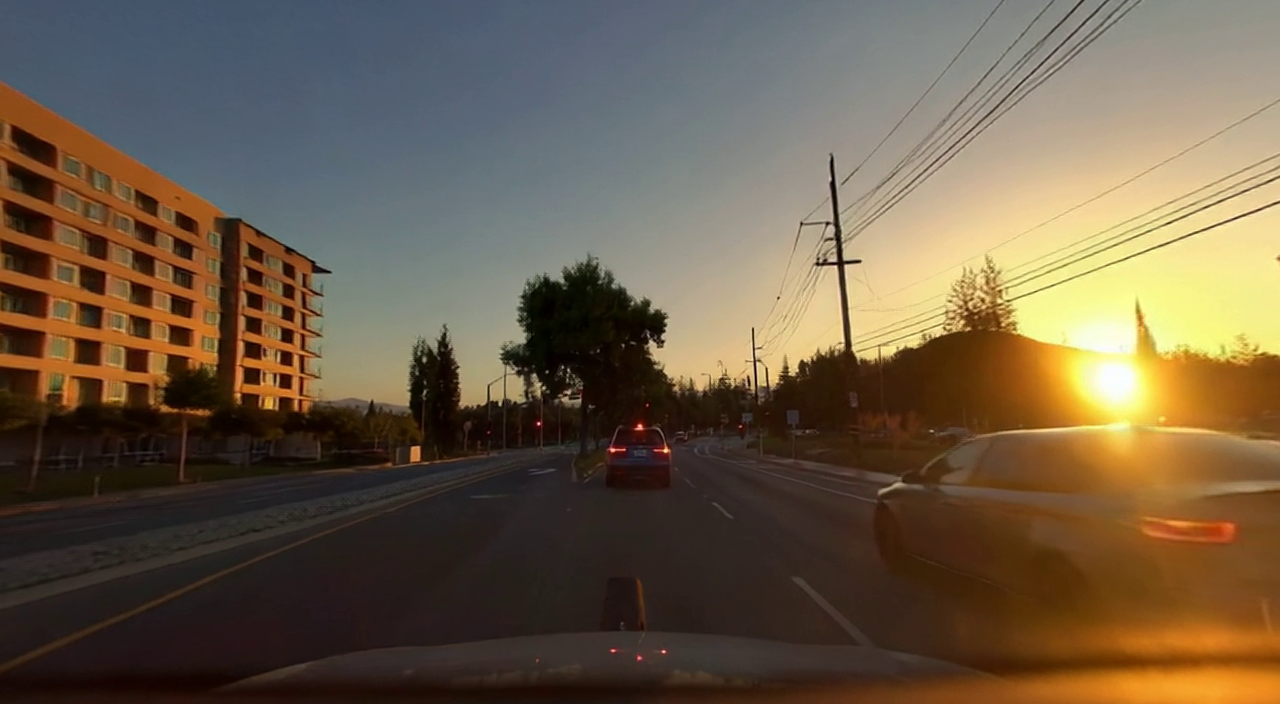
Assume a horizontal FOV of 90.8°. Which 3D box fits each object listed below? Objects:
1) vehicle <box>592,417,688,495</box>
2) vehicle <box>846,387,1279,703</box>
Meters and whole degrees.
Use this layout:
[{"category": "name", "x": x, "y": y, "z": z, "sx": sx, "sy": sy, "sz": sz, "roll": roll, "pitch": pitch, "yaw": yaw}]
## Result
[{"category": "vehicle", "x": 0.016, "y": 2.696, "z": 16.646, "sx": 2.189, "sy": 1.776, "sz": 4.342, "roll": 0, "pitch": -8, "yaw": 0}, {"category": "vehicle", "x": 3.181, "y": 1.191, "z": 4.318, "sx": 1.990, "sy": 1.482, "sz": 4.575, "roll": 0, "pitch": -8, "yaw": 0}]
